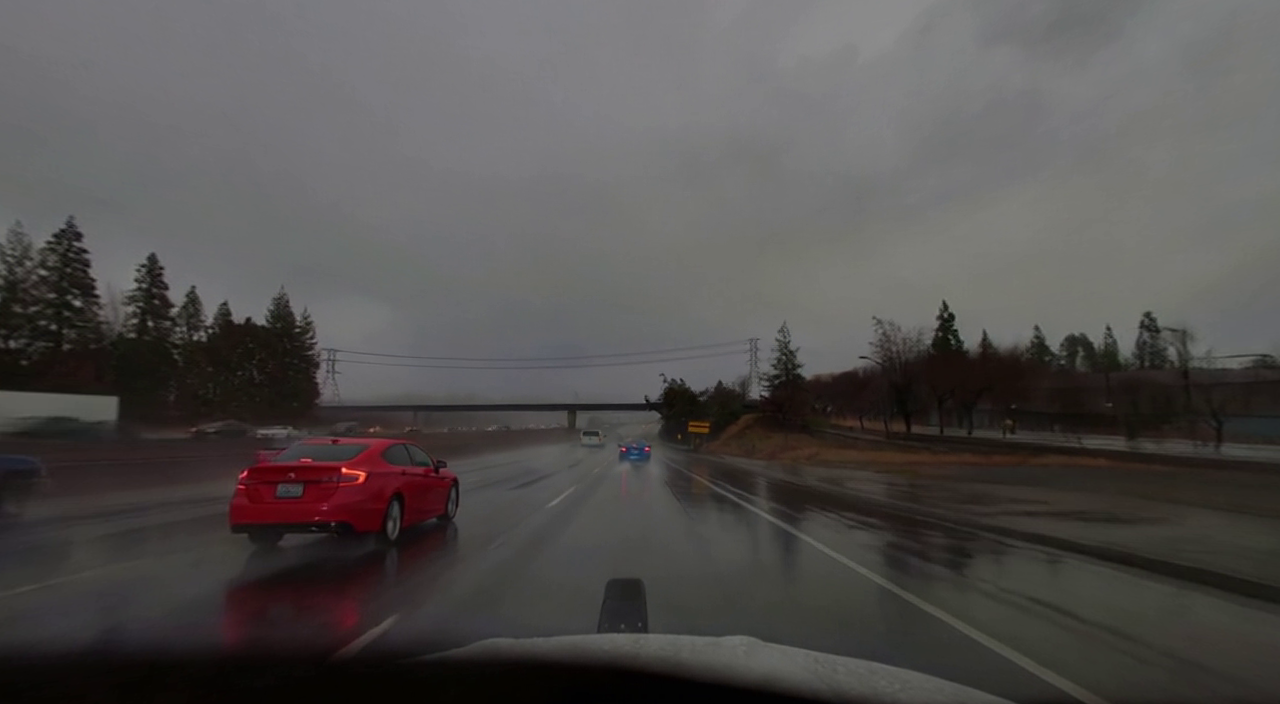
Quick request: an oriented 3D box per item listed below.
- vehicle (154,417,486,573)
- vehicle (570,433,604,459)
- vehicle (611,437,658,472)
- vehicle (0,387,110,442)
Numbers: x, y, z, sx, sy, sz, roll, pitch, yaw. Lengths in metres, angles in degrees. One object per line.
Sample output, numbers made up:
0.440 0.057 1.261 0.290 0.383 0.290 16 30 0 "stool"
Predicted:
-3.724 1.738 8.531 2.035 1.514 4.600 0 -8 1 "vehicle"
-3.917 7.005 46.936 2.174 1.806 3.932 0 -8 0 "vehicle"
-0.259 4.554 28.108 1.954 1.460 3.983 0 -8 -1 "vehicle"
-46.290 4.709 46.337 2.805 3.776 13.304 0 -8 -1 "vehicle"
